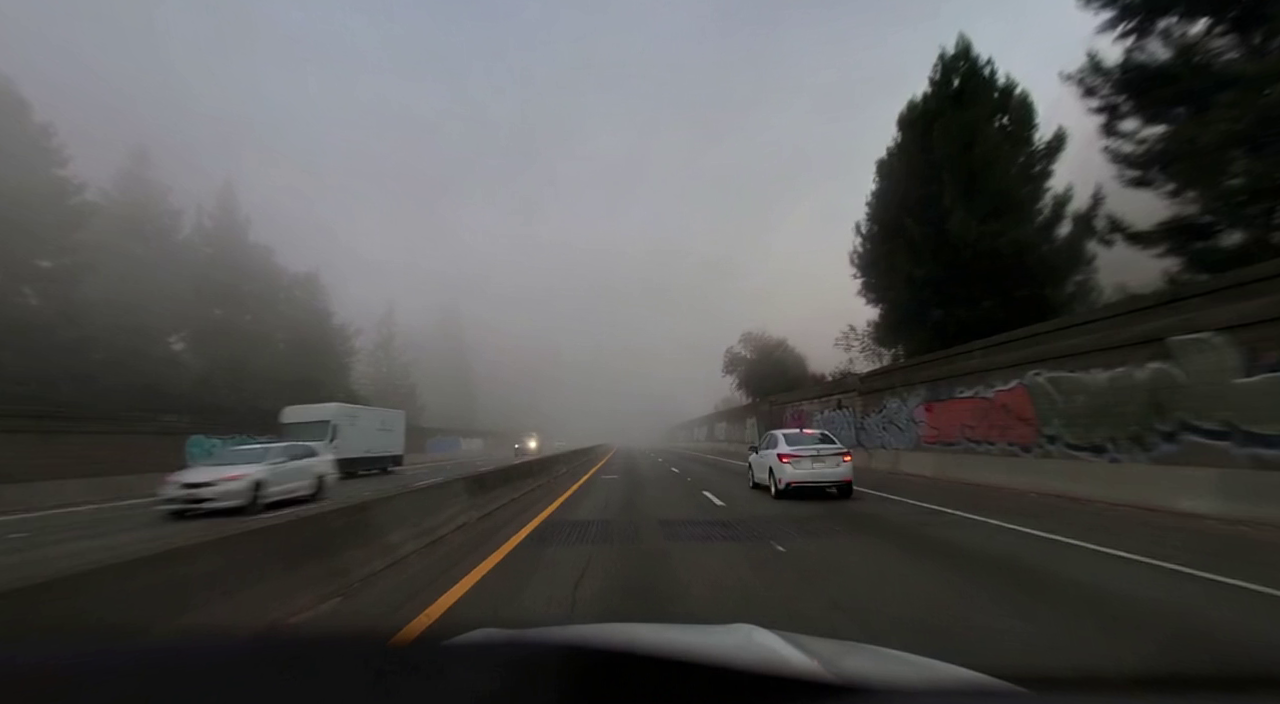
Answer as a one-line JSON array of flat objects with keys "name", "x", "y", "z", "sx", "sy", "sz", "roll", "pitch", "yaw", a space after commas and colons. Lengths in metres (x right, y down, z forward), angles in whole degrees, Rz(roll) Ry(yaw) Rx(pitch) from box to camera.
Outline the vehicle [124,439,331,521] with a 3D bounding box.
[{"name": "vehicle", "x": -9.367, "y": 2.873, "z": 14.871, "sx": 1.974, "sy": 1.602, "sz": 4.303, "roll": 0, "pitch": -8, "yaw": -1}]

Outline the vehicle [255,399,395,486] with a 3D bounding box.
[{"name": "vehicle", "x": -13.812, "y": 4.052, "z": 28.419, "sx": 2.817, "sy": 3.428, "sz": 6.773, "roll": 0, "pitch": -8, "yaw": -1}]

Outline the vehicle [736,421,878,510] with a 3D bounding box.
[{"name": "vehicle", "x": 3.225, "y": 2.249, "z": 12.962, "sx": 1.841, "sy": 1.556, "sz": 3.618, "roll": 0, "pitch": -8, "yaw": -1}]
